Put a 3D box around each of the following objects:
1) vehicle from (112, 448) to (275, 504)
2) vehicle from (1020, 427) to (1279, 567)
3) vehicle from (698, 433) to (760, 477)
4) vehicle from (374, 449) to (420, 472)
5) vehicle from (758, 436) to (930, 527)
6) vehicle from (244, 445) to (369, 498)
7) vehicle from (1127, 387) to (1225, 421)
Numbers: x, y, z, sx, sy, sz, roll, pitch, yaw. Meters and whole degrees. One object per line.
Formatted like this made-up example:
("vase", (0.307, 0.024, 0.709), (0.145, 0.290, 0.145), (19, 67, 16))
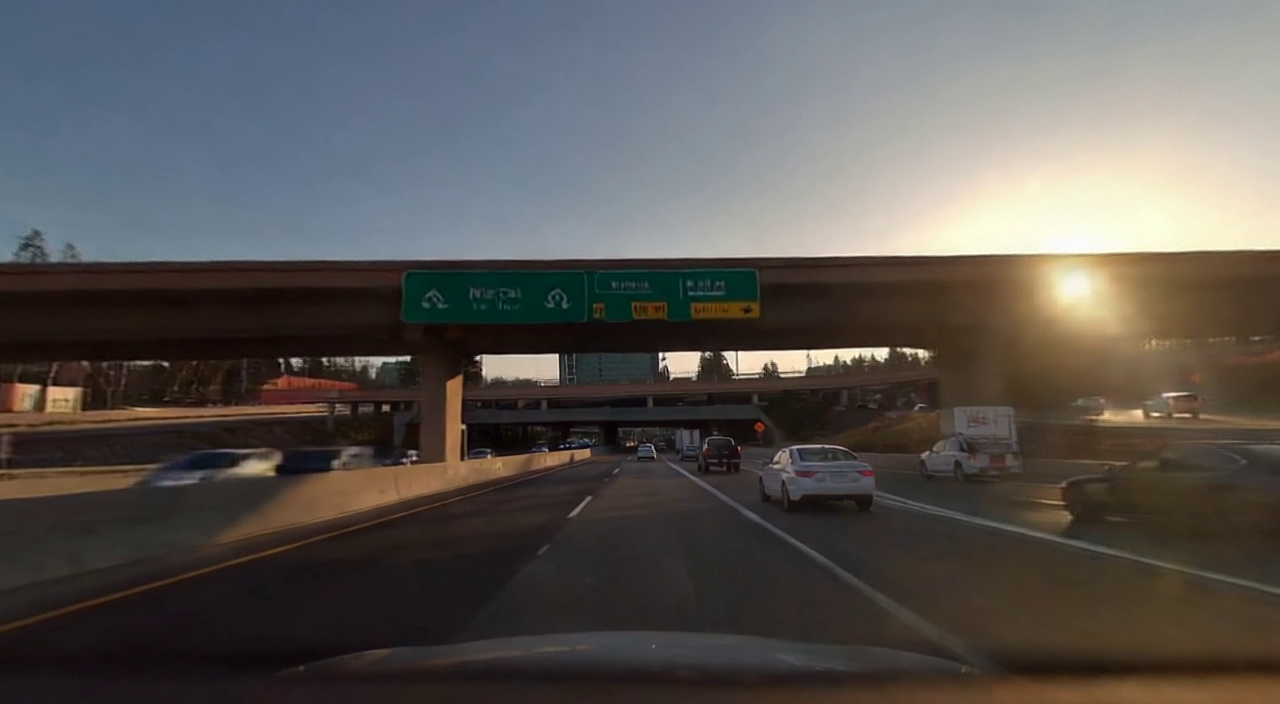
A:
("vehicle", (-15.208, 4.208, 21.940), (1.968, 1.663, 5.013), (0, -8, 1))
("vehicle", (7.731, 1.869, 8.966), (1.919, 1.476, 4.303), (0, -8, 0))
("vehicle", (4.092, 4.822, 29.752), (2.086, 1.858, 4.737), (0, -8, -1))
("vehicle", (-19.054, 8.545, 49.690), (1.870, 1.672, 4.349), (0, -8, 0))
("vehicle", (3.774, 2.457, 12.631), (1.902, 1.481, 4.451), (0, -8, -1))
("vehicle", (-11.626, 4.152, 22.393), (1.894, 1.647, 4.514), (0, -8, 1))
("vehicle", (33.718, 3.331, 39.899), (2.131, 1.840, 4.870), (-1, -8, 4))
